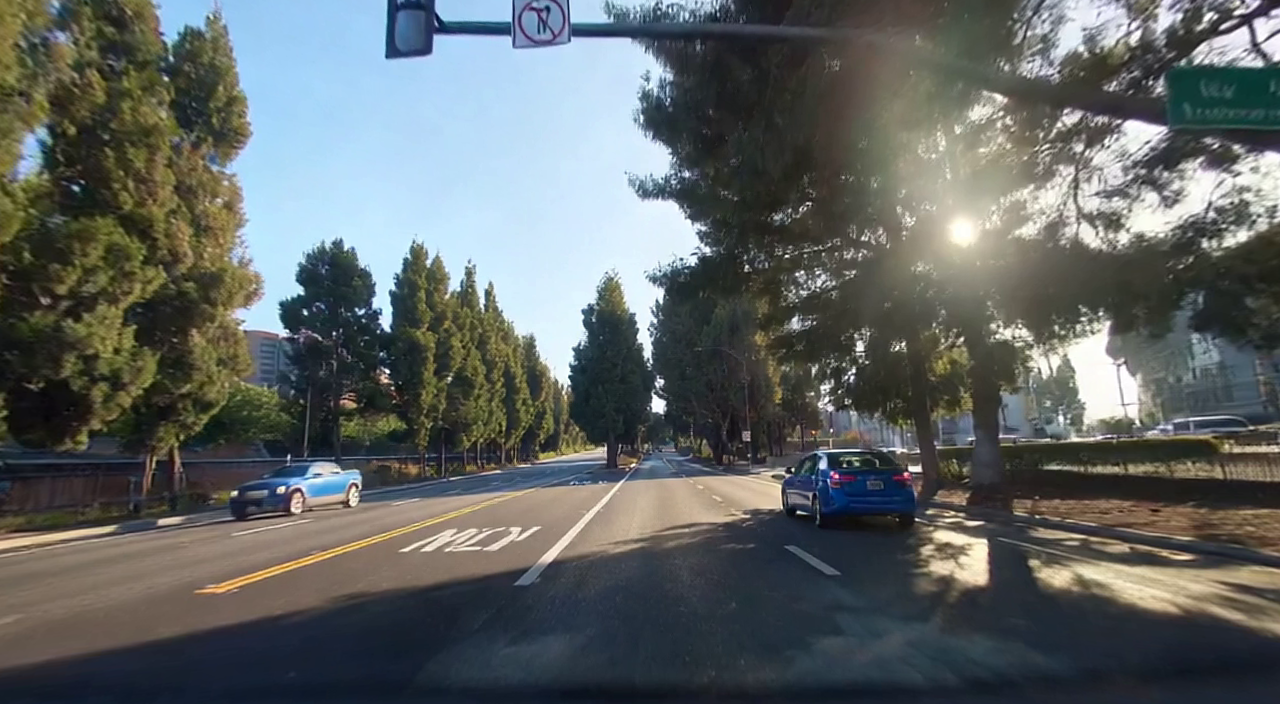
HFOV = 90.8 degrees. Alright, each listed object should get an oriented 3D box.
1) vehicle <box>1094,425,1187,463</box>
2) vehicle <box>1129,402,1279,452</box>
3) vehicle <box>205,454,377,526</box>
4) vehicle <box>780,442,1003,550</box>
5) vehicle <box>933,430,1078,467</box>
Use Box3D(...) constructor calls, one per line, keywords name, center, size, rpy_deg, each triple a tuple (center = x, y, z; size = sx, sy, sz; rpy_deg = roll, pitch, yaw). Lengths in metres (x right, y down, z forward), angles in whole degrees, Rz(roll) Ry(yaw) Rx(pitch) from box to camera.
Box3D(name="vehicle", center=(34.927, 6.405, 44.309), size=(2.369, 2.475, 5.128), rpy_deg=(0, -8, 2))
Box3D(name="vehicle", center=(30.257, 4.147, 34.059), size=(2.279, 2.416, 6.795), rpy_deg=(0, -9, 0))
Box3D(name="vehicle", center=(-9.370, 3.695, 17.594), size=(1.937, 1.624, 4.913), rpy_deg=(0, -8, 1))
Box3D(name="vehicle", center=(4.034, 2.354, 11.139), size=(2.114, 1.493, 4.430), rpy_deg=(0, -8, 0))
Box3D(name="vehicle", center=(19.393, 5.181, 33.788), size=(6.156, 1.801, 2.491), rpy_deg=(-1, -9, 2))
